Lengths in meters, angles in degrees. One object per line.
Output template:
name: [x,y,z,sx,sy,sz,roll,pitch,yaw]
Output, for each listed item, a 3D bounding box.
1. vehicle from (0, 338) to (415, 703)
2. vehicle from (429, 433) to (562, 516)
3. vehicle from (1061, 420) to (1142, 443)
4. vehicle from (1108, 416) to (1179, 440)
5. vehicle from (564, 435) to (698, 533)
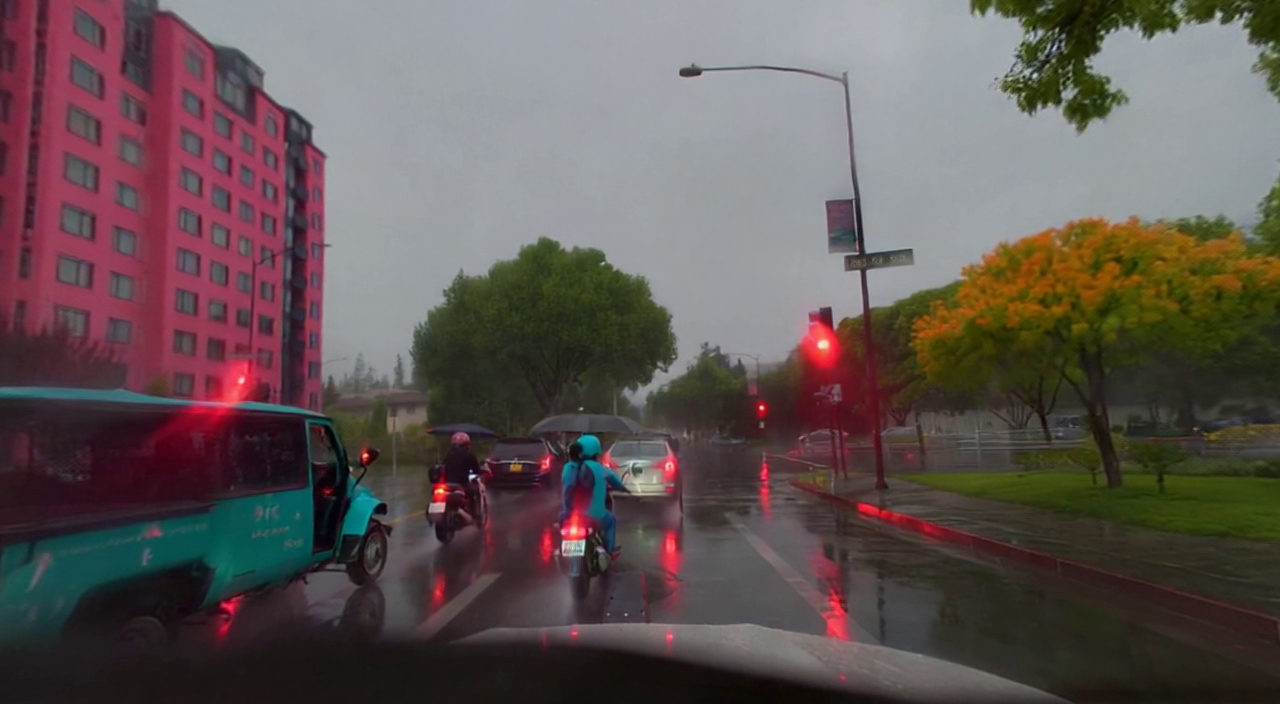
vehicle: [-3.585,1.175,4.636,2.000,1.809,4.855,0,-9,1]
vehicle: [-3.102,2.715,14.452,1.935,1.615,4.073,-1,-9,2]
vehicle: [30.817,5.339,42.125,1.751,1.420,4.027,8,-12,-43]
vehicle: [37.016,5.629,46.345,1.716,1.543,3.682,8,-12,-41]
vehicle: [-0.098,2.303,11.622,2.025,1.458,4.085,-1,-9,1]
